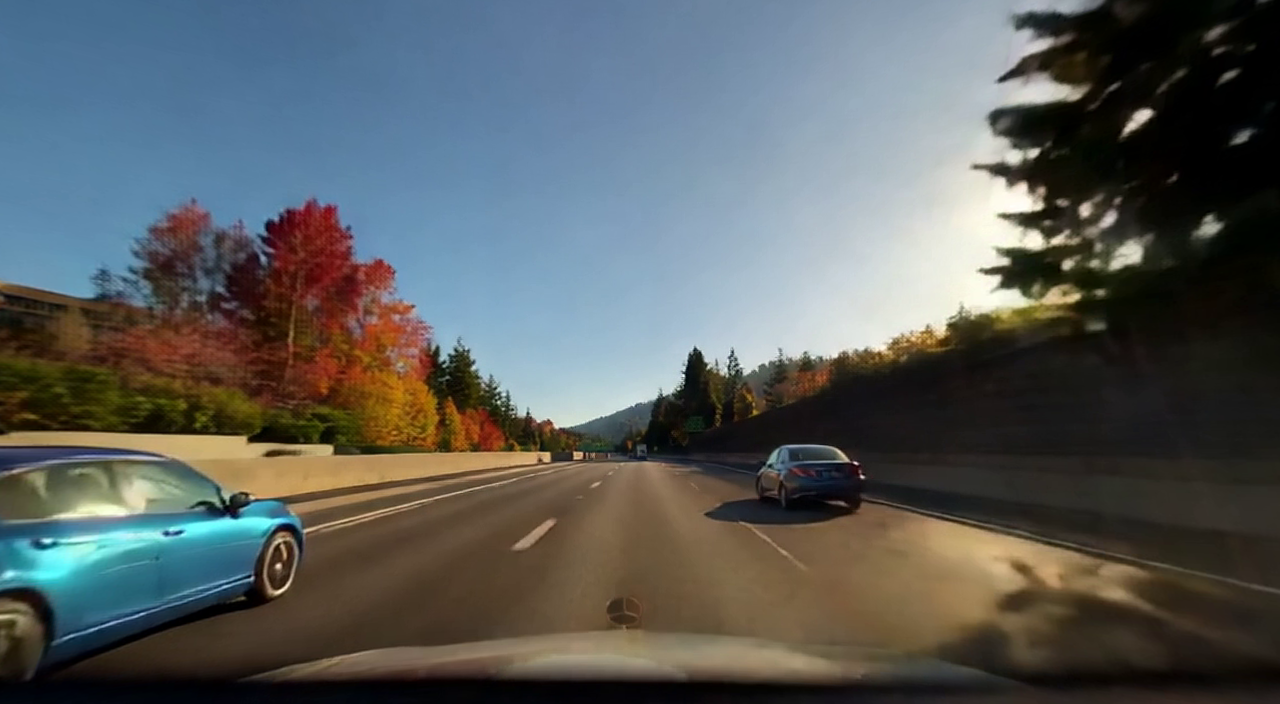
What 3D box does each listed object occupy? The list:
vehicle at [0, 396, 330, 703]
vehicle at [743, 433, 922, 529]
[{"bbox_3d":[-3.944,1.103,3.664,2.010,1.550,4.376,0,-9,0],"label":"vehicle"},{"bbox_3d":[3.600,2.517,12.911,2.146,1.573,4.661,0,-9,-1],"label":"vehicle"}]
